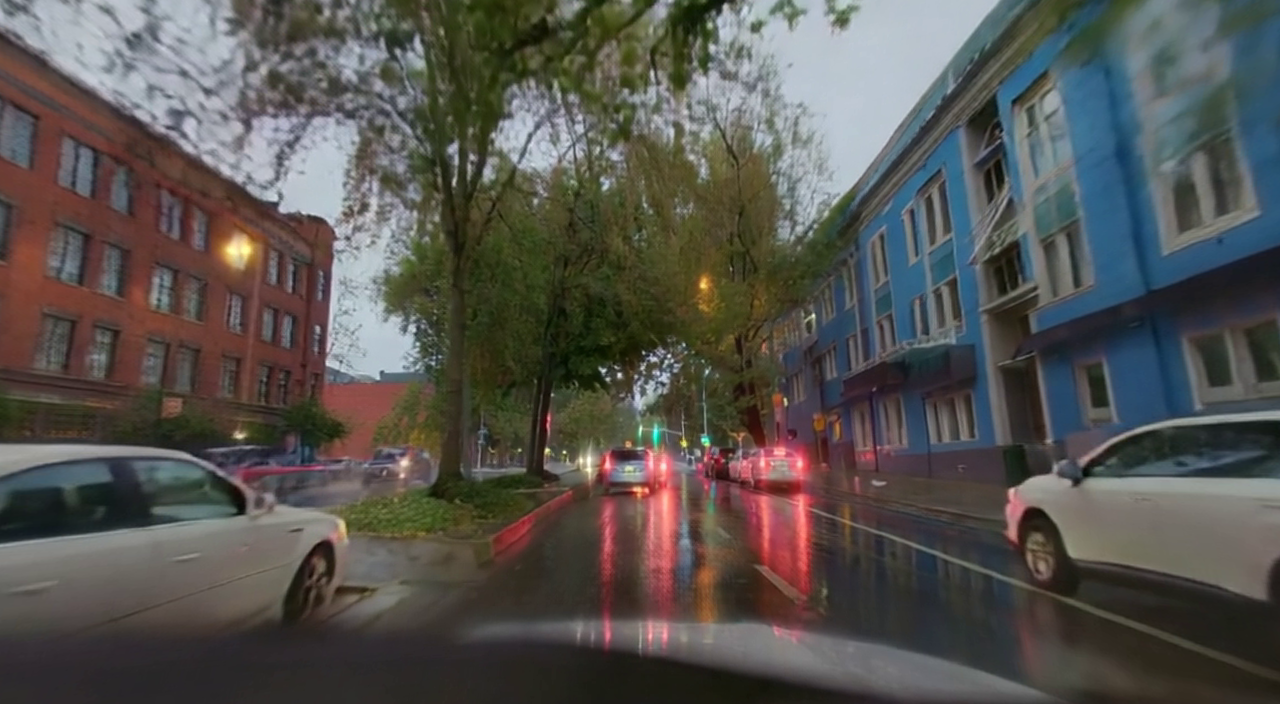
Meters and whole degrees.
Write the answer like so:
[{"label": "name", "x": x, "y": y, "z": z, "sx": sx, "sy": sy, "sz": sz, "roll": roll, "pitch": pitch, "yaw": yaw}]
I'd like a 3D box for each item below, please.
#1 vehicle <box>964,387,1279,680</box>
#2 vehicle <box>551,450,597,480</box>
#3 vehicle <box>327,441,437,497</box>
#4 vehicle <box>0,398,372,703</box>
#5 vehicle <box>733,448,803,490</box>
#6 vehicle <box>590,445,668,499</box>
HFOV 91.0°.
[{"label": "vehicle", "x": 4.855, "y": 1.232, "z": 4.704, "sx": 2.123, "sy": 1.736, "sz": 4.795, "roll": 1, "pitch": -9, "yaw": -3}, {"label": "vehicle", "x": -3.575, "y": 6.209, "z": 34.915, "sx": 1.972, "sy": 1.560, "sz": 4.066, "roll": 0, "pitch": -9, "yaw": 2}, {"label": "vehicle", "x": -9.625, "y": 4.367, "z": 24.012, "sx": 2.152, "sy": 1.890, "sz": 4.804, "roll": 0, "pitch": -9, "yaw": 0}, {"label": "vehicle", "x": -3.437, "y": 1.082, "z": 3.277, "sx": 1.934, "sy": 1.548, "sz": 4.635, "roll": 0, "pitch": -9, "yaw": 1}, {"label": "vehicle", "x": 4.967, "y": 4.579, "z": 25.043, "sx": 1.832, "sy": 1.491, "sz": 4.054, "roll": 1, "pitch": -9, "yaw": -2}, {"label": "vehicle", "x": -0.330, "y": 3.761, "z": 20.193, "sx": 2.230, "sy": 1.518, "sz": 4.113, "roll": 0, "pitch": -9, "yaw": -1}]
